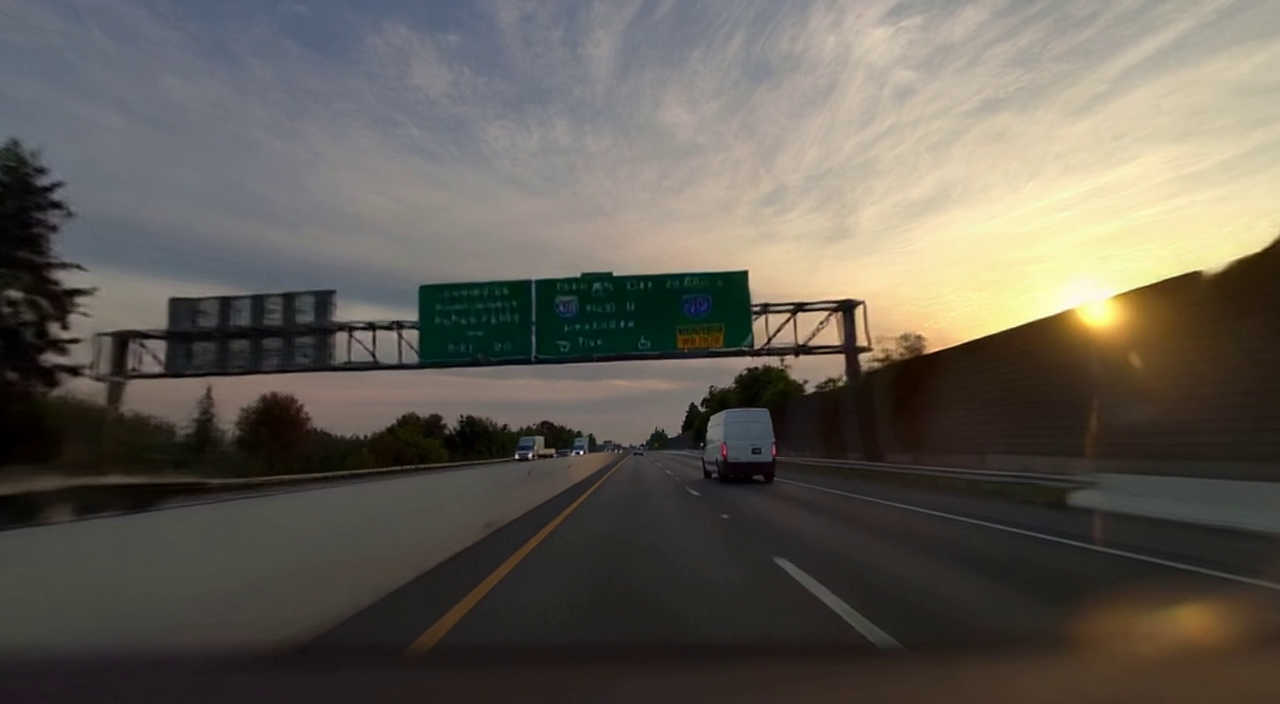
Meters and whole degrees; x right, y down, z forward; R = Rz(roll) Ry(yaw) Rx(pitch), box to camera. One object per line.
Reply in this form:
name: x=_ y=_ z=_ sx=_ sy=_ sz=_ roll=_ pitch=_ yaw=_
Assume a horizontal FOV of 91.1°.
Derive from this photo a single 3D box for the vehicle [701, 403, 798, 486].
vehicle: x=4.042 y=3.668 z=24.827 sx=2.449 sy=2.805 sz=6.763 roll=0 pitch=-9 yaw=-1
